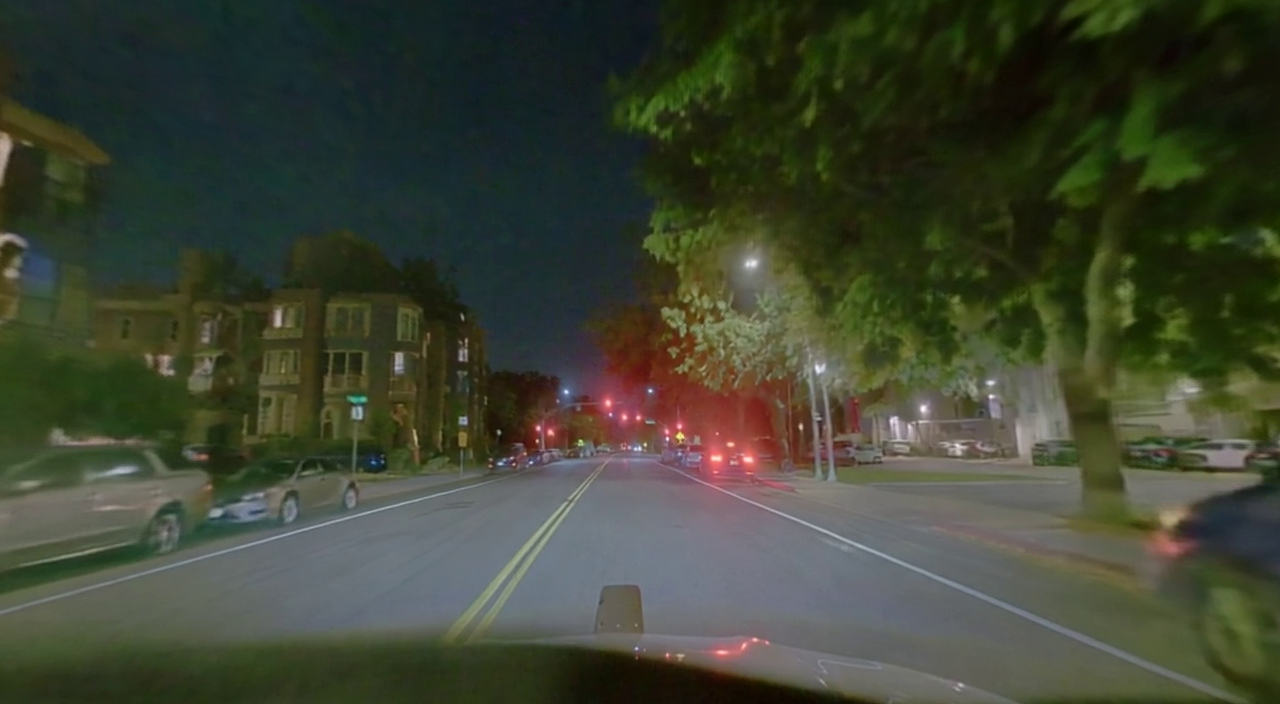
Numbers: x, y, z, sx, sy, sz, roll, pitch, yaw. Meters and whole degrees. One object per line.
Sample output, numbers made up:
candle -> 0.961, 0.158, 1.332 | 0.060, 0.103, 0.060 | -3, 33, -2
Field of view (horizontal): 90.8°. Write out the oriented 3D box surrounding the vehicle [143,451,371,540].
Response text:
vehicle -> -7.363, 2.751, 12.828 | 1.954, 1.430, 4.395 | 0, -9, -2

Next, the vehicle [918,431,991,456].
vehicle -> 24.393, 7.102, 49.075 | 4.476, 1.795, 2.055 | -1, -9, -2

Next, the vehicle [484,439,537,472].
vehicle -> -8.397, 6.744, 41.443 | 2.420, 2.004, 5.615 | 0, -9, -2

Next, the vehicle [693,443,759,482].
vehicle -> 3.633, 4.753, 27.584 | 1.955, 1.536, 4.395 | 1, -9, -4

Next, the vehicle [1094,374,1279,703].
vehicle -> 4.257, 0.807, 2.067 | 1.992, 1.703, 4.503 | 0, -9, -3

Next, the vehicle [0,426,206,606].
vehicle -> -7.217, 1.685, 6.778 | 2.092, 1.706, 4.356 | 0, -9, -2
